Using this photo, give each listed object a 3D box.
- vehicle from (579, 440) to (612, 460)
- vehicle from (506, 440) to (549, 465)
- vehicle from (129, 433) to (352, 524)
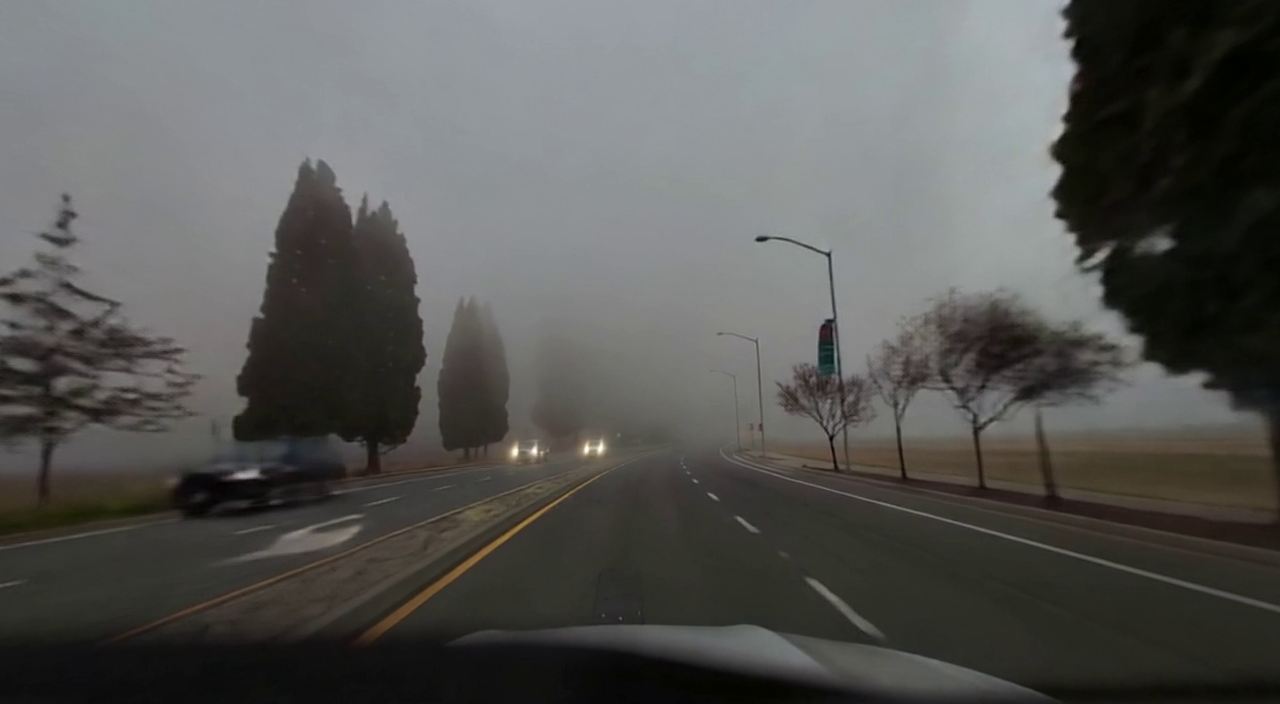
[{"bbox_3d":[-3.403,7.542,48.808,1.989,1.461,4.081,-1,-8,4],"label":"vehicle"},{"bbox_3d":[-7.708,6.921,43.695,1.982,1.671,4.431,0,-8,3],"label":"vehicle"},{"bbox_3d":[-8.469,2.687,14.019,2.058,1.680,4.315,0,-8,1],"label":"vehicle"}]
